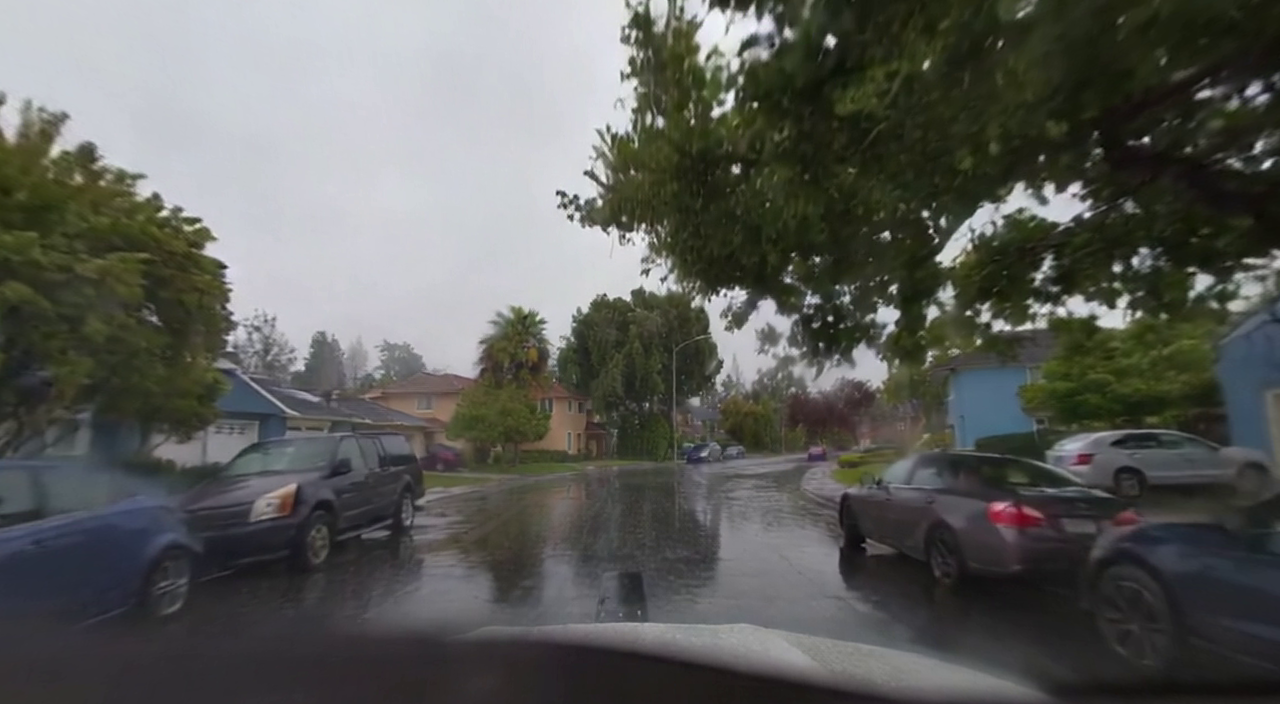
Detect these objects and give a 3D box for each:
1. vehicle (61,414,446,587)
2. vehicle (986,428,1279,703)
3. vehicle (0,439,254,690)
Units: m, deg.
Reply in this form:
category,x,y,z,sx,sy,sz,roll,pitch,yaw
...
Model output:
category,x,y,z,sx,sy,sz,roll,pitch,yaw
vehicle,-4.909,1.959,9.336,2.409,1.815,5.093,0,-9,0
vehicle,3.760,1.043,2.564,1.946,1.484,4.654,0,-8,-2
vehicle,-4.765,1.289,3.740,1.925,1.468,5.089,-2,-9,-2
